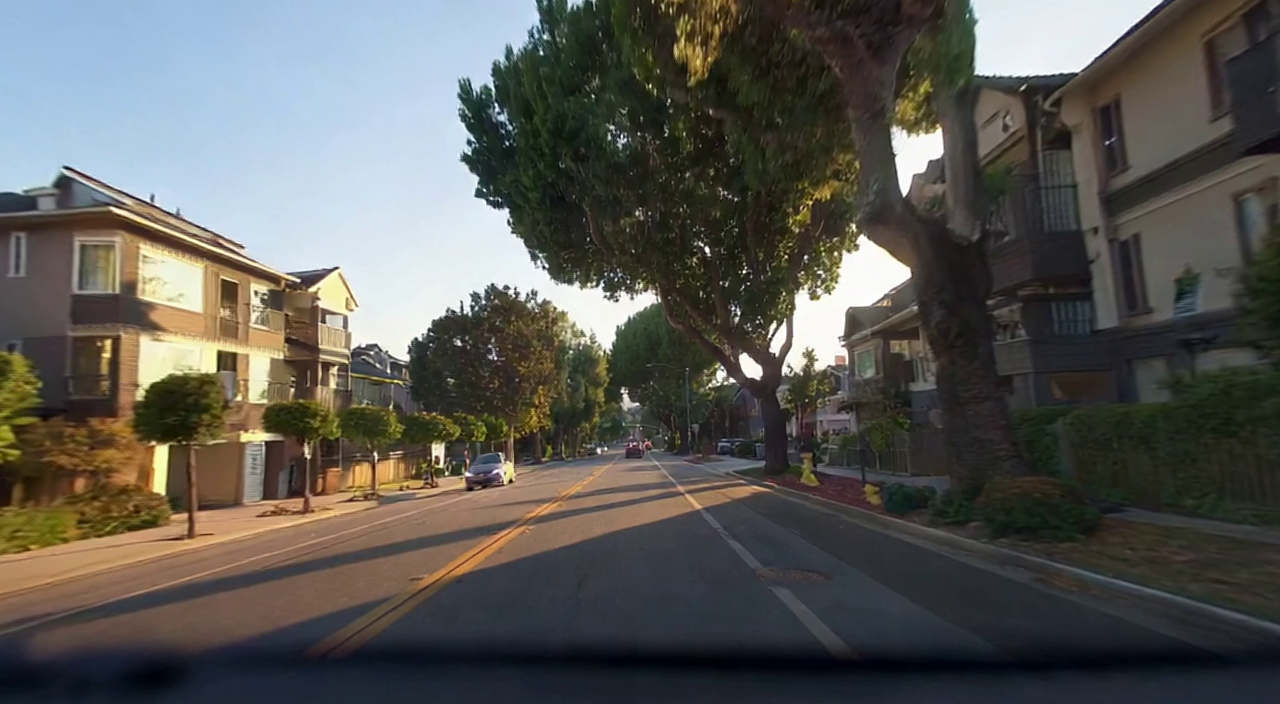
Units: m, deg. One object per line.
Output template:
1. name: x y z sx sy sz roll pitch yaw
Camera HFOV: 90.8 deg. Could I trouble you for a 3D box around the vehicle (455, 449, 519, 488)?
1. vehicle: -7.362 5.620 30.822 2.010 1.553 4.312 -4 -9 0
